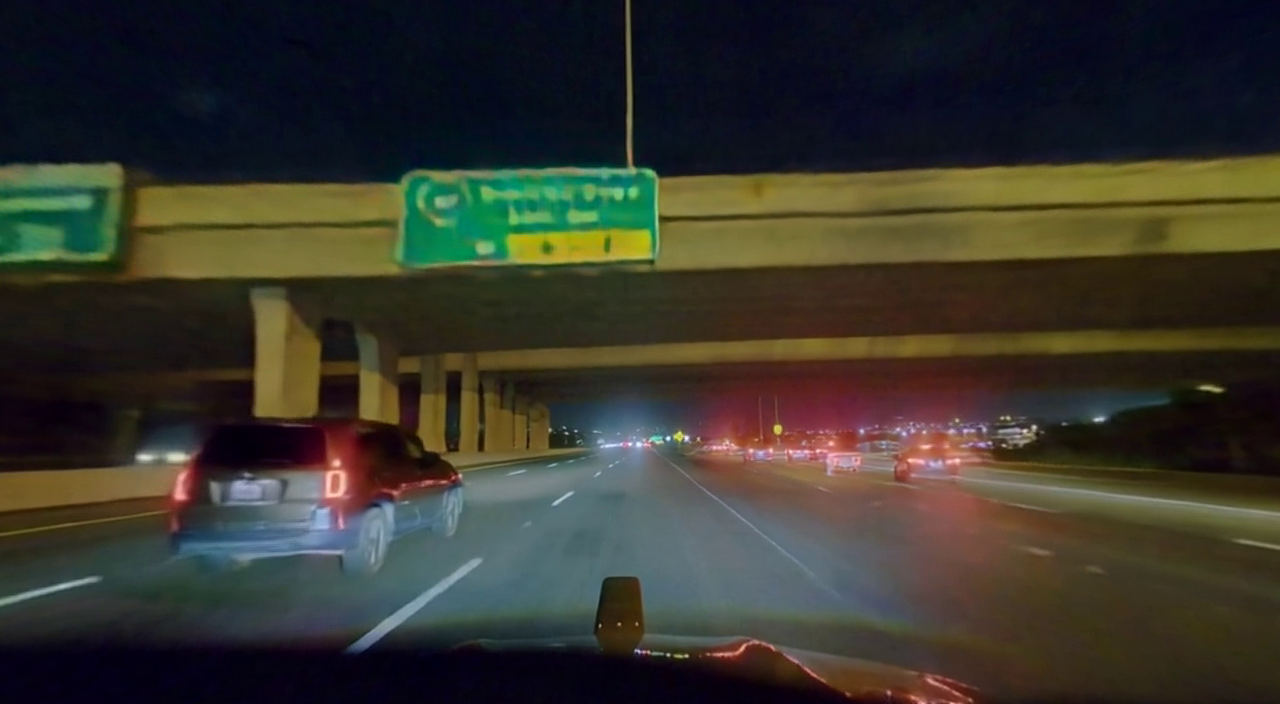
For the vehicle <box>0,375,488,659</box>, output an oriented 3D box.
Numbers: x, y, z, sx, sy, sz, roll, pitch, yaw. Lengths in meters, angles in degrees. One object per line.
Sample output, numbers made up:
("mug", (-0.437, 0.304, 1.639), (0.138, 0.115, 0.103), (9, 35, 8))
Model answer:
("vehicle", (-3.229, 1.346, 6.238), (2.203, 1.734, 4.600), (0, -9, 1))
